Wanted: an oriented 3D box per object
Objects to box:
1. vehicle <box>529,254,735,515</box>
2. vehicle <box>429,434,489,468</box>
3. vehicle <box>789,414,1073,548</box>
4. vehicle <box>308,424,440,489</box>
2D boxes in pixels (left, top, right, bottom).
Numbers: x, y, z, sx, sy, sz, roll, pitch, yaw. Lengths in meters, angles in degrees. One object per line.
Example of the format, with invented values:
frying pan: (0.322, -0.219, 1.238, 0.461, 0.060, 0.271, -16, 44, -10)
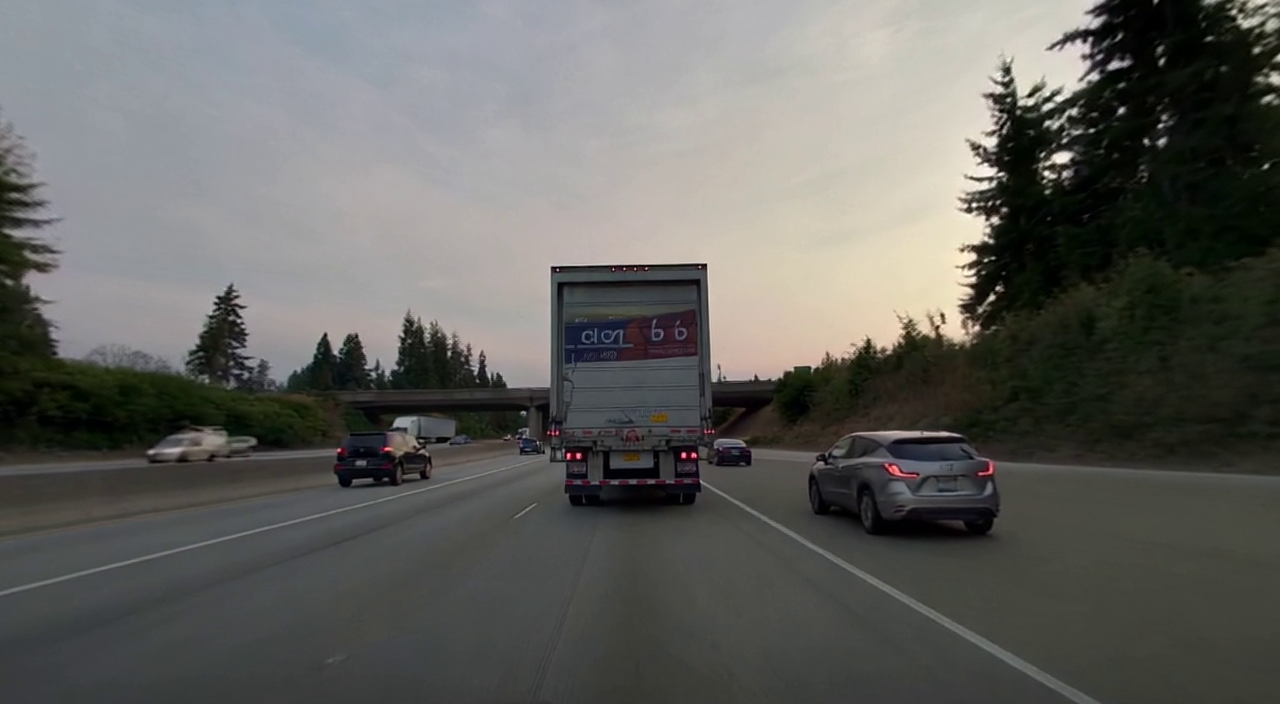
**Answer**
vehicle: (-0.225, 1.085, 14.038, 2.911, 3.787, 9.905, 0, -8, -1)
vehicle: (-8.594, 4.710, 30.147, 1.845, 1.488, 3.656, 0, -8, -1)
vehicle: (3.910, 1.792, 9.573, 2.003, 1.519, 4.580, 0, -8, -2)
vehicle: (-7.844, 3.105, 19.128, 2.057, 1.698, 4.550, 0, -8, -1)
